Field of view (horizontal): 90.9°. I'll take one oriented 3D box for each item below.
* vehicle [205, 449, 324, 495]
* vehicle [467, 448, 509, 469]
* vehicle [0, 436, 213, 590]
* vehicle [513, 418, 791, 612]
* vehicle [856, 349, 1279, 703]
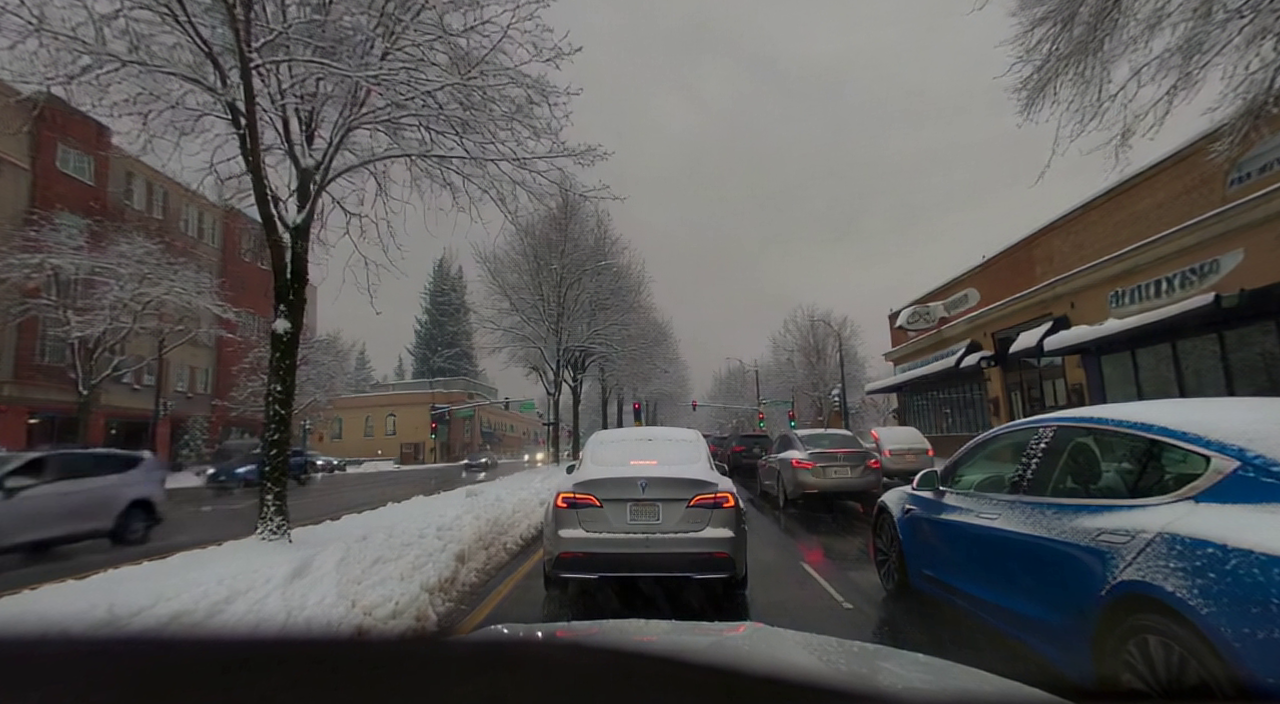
[{"bbox_3d":[-15.012,4.779,25.570,2.005,1.630,4.556,0,-8,0],"label":"vehicle"},{"bbox_3d":[-11.263,7.896,46.920,1.892,1.479,4.355,-1,-8,3],"label":"vehicle"},{"bbox_3d":[-7.969,1.923,8.018,1.999,1.662,4.291,0,-8,1],"label":"vehicle"},{"bbox_3d":[0.105,1.556,6.912,2.137,1.488,3.938,0,-8,0],"label":"vehicle"},{"bbox_3d":[3.187,1.095,4.001,2.038,1.651,4.455,0,-8,0],"label":"vehicle"}]
